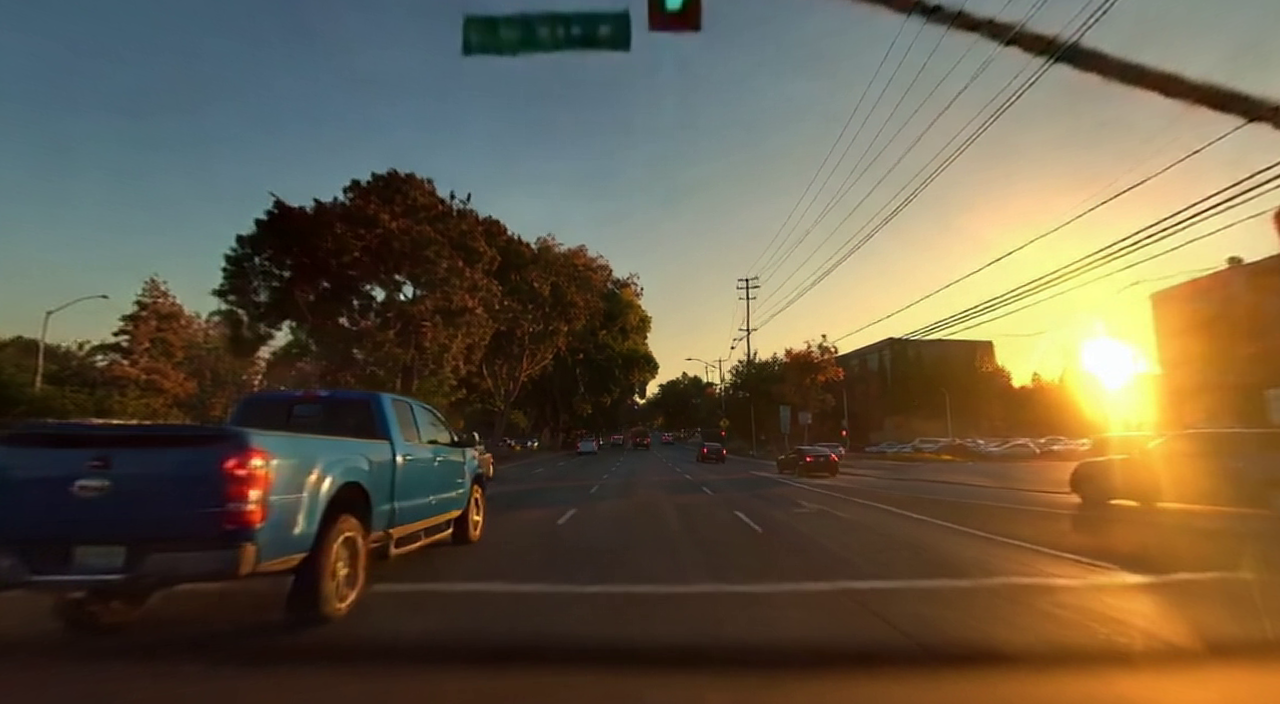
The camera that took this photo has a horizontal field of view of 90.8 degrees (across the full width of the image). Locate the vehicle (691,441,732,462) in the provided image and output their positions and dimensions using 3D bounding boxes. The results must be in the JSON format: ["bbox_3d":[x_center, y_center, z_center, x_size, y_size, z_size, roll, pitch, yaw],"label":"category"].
[{"bbox_3d":[4.994,7.048,44.896,2.071,1.435,4.226,1,-9,-5],"label":"vehicle"}]

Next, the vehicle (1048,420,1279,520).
[{"bbox_3d":[11.554,2.310,12.698,2.150,1.735,5.106,4,-10,-28],"label":"vehicle"}]

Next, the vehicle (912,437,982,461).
[{"bbox_3d":[21.998,6.978,45.472,1.860,1.597,4.261,3,-9,-23],"label":"vehicle"}]

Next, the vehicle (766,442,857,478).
[{"bbox_3d":[7.442,4.710,27.902,1.840,1.428,4.602,2,-9,-14],"label":"vehicle"}]

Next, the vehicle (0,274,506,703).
[{"bbox_3d":[-3.071,1.112,5.516,2.467,1.991,6.089,0,-8,0],"label":"vehicle"}]
